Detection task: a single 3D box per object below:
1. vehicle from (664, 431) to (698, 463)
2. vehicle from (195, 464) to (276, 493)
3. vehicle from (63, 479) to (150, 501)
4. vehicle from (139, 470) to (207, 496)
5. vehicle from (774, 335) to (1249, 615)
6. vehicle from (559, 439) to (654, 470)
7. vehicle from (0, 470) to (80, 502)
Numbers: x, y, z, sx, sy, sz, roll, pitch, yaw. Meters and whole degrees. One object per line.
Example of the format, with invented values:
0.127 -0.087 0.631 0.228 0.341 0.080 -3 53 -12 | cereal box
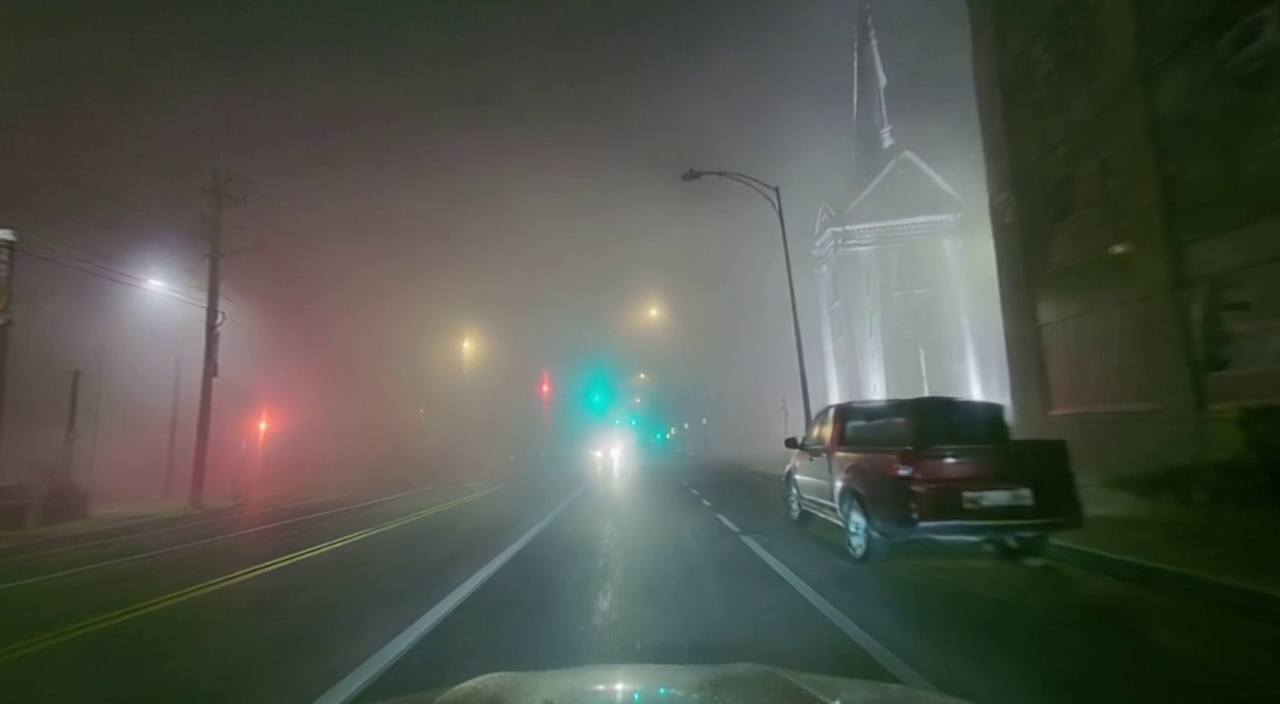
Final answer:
2.730 6.397 42.746 2.074 2.041 5.045 0 -8 1 | vehicle
-28.834 9.005 45.125 4.439 1.661 2.071 -2 -5 -4 | vehicle
-37.941 9.807 45.002 4.533 1.449 1.771 0 -9 -2 | vehicle
-33.475 9.365 45.314 3.529 1.661 1.695 0 -6 0 | vehicle
3.315 1.288 7.521 2.269 2.046 5.649 0 -8 1 | vehicle
-1.642 5.149 31.972 4.620 1.476 1.881 7 -11 -40 | vehicle
-43.525 9.622 45.439 4.483 2.156 1.967 0 -9 0 | vehicle
